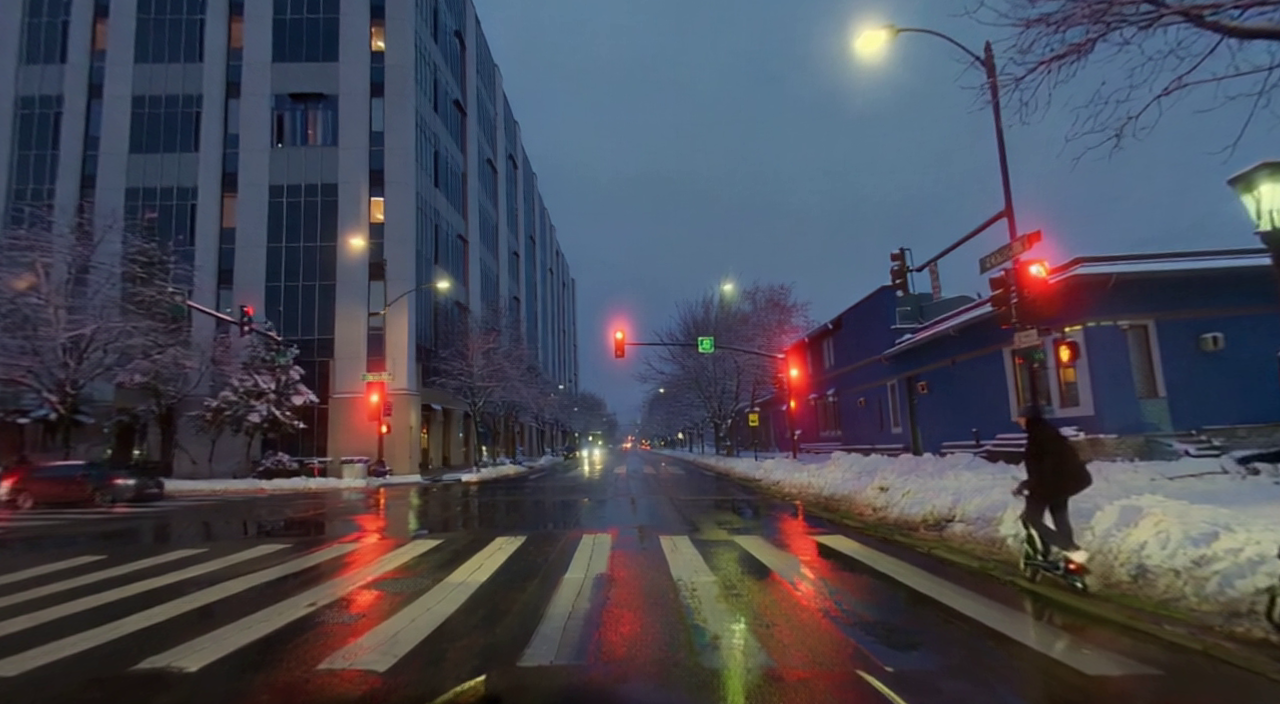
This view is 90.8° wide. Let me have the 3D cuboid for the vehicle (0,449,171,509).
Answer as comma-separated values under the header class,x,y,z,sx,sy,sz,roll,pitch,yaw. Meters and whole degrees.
class,x,y,z,sx,sy,sz,roll,pitch,yaw
vehicle,-17.194,3.738,18.845,4.641,1.616,2.051,0,-8,-2
